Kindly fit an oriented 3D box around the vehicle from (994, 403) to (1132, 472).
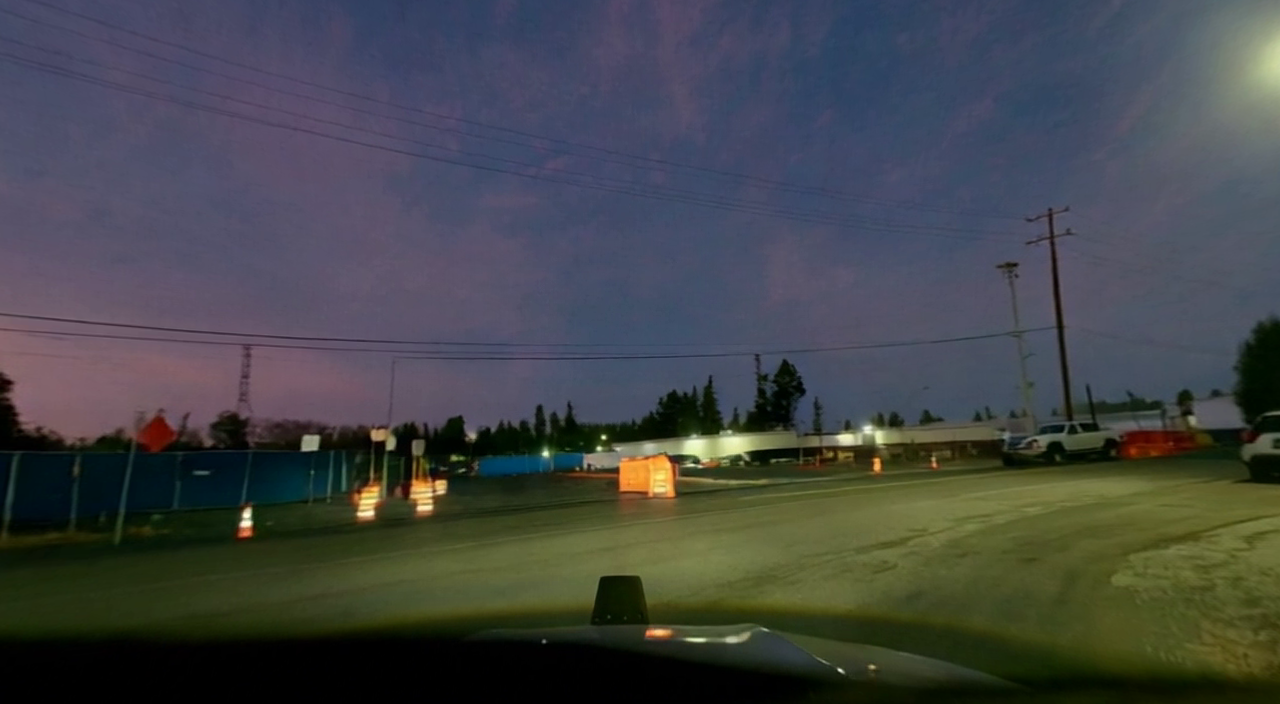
[{"bbox_3d":[22.190,4.525,32.888,8.300,3.218,2.790,6,-12,-34],"label":"vehicle"}]
